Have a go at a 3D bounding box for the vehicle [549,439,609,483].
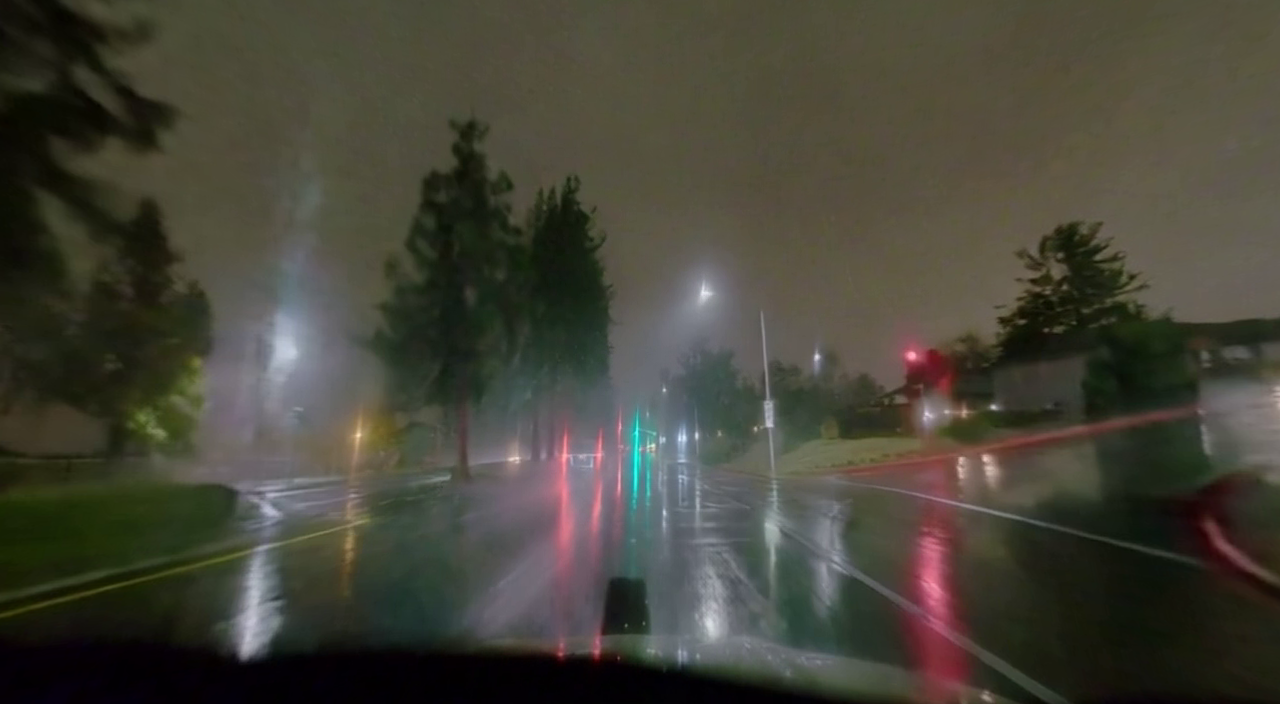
[{"bbox_3d":[-2.498,4.607,26.859,2.016,1.694,4.335,0,-8,1],"label":"vehicle"}]
